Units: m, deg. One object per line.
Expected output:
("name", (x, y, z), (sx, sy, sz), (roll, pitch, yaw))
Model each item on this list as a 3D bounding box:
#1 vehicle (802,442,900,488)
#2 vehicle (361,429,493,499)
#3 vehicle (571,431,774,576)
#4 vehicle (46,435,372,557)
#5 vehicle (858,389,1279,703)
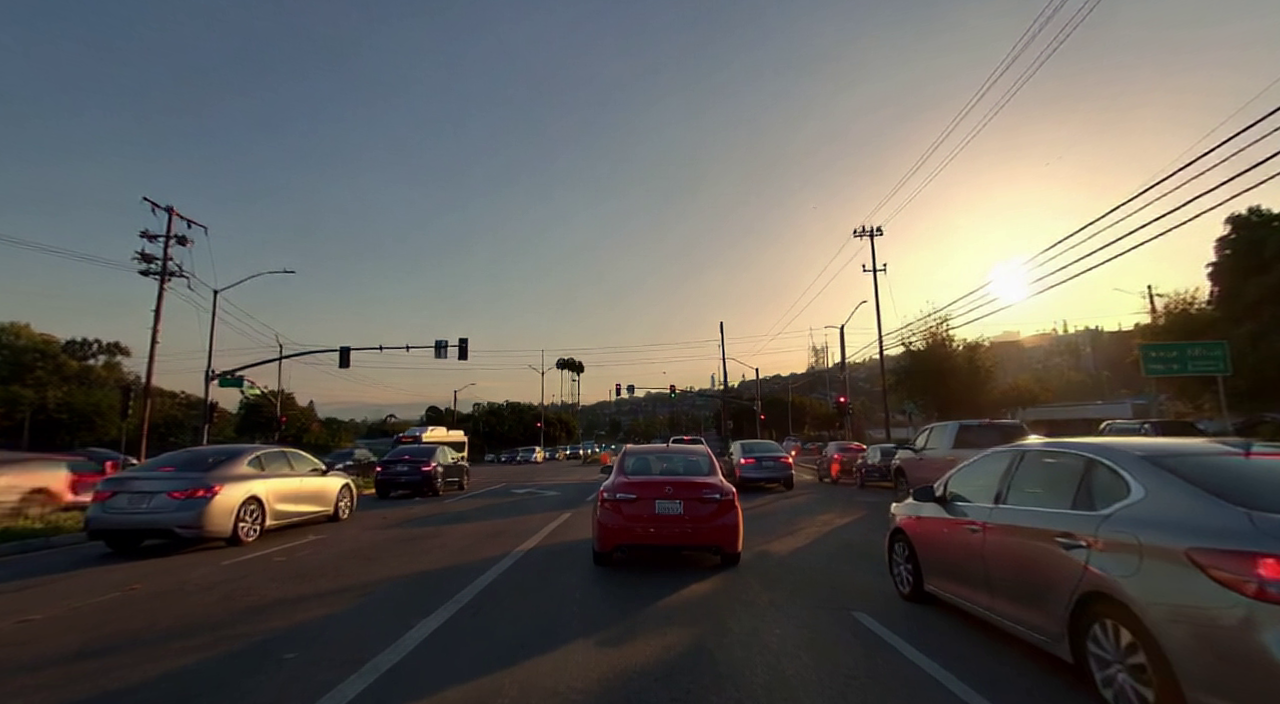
("vehicle", (7.283, 3.911, 22.258), (1.867, 1.459, 4.436), (0, -8, -1))
("vehicle", (-6.241, 3.331, 19.281), (2.070, 1.824, 5.196), (-1, -8, 2))
("vehicle", (0.328, 1.872, 8.613), (2.109, 1.483, 3.964), (0, -8, 0))
("vehicle", (-6.405, 2.148, 10.258), (1.955, 1.497, 4.639), (-1, -8, 1))
("vehicle", (3.136, 1.179, 4.238), (1.870, 1.523, 4.096), (0, -8, 0))
